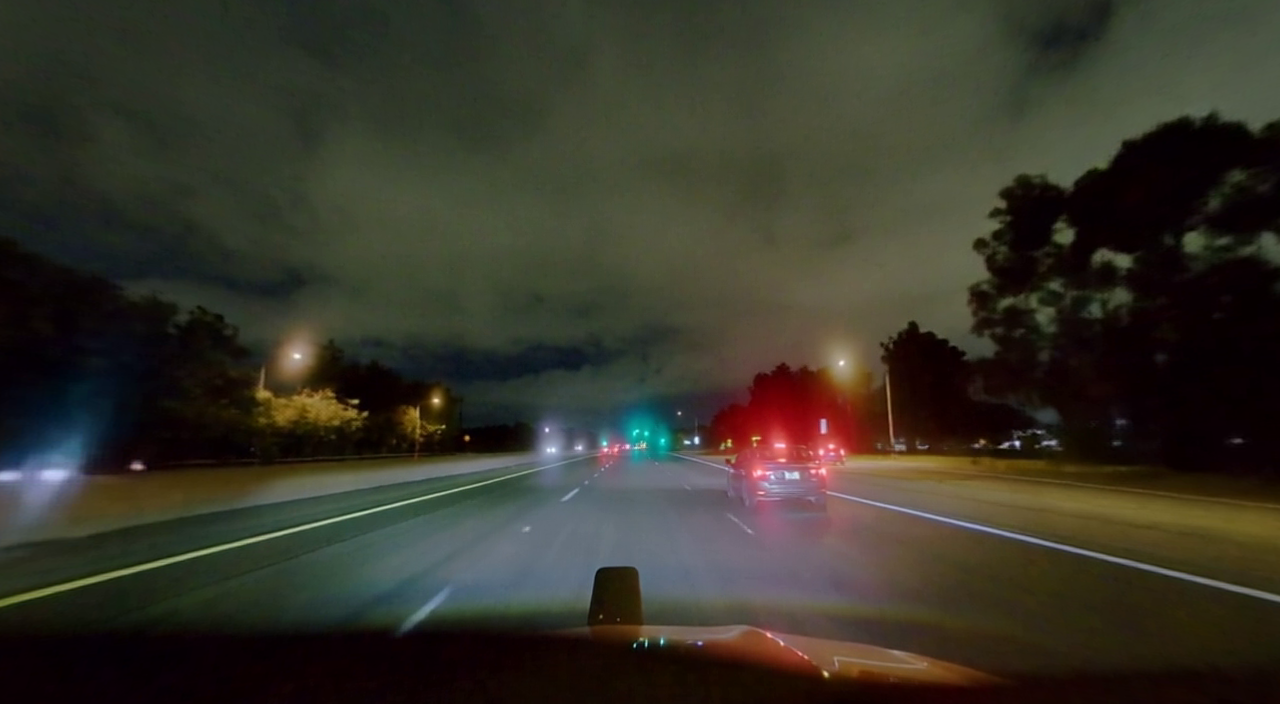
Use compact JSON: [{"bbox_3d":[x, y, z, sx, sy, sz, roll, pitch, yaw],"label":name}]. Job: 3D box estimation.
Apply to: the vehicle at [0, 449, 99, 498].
[{"bbox_3d":[-21.245,4.042,21.219,1.946,1.512,4.747,0,-9,0],"label":"vehicle"}]
